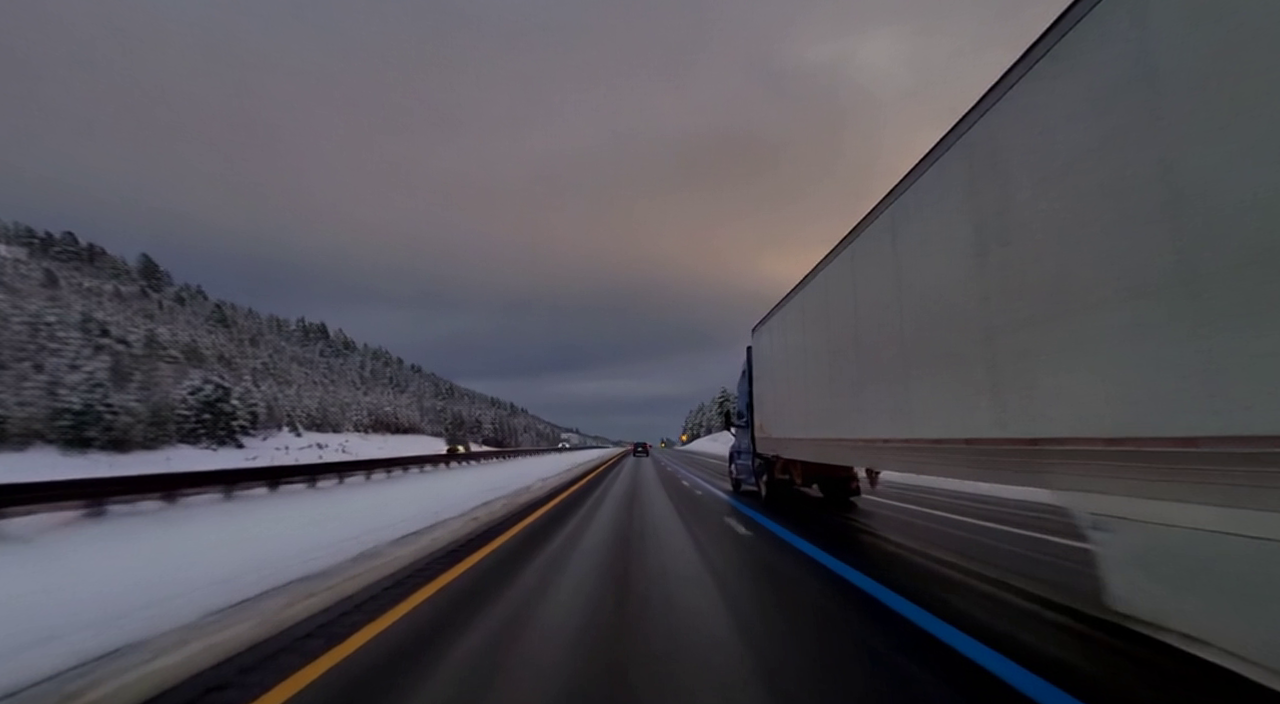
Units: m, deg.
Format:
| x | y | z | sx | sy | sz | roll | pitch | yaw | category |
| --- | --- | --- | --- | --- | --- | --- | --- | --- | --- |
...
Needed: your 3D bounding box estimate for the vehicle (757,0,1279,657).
| x | y | z | sx | sy | sz | roll | pitch | yaw | category |
| --- | --- | --- | --- | --- | --- | --- | --- | --- | --- |
| 4.147 | 0.385 | 9.029 | 2.859 | 4.378 | 10.032 | 0 | -9 | 0 | vehicle |
